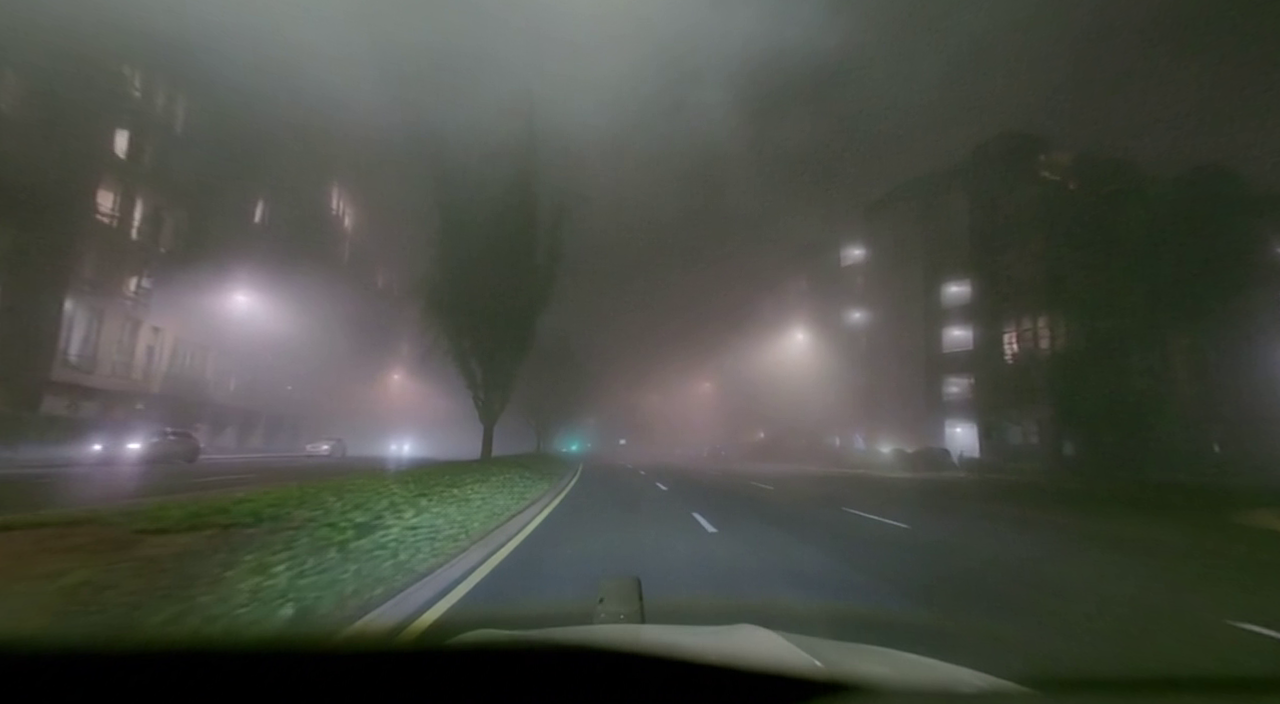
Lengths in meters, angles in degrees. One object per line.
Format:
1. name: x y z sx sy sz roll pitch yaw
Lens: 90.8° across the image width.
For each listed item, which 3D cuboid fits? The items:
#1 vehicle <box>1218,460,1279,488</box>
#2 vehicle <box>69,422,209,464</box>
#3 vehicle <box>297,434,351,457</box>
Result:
1. vehicle: 35.707 6.932 36.066 4.154 1.500 1.953 3 -9 -15
2. vehicle: -19.219 3.544 24.564 1.828 1.445 4.613 1 -9 -3
3. vehicle: -20.762 6.165 41.693 1.822 1.453 4.053 1 -9 -6
